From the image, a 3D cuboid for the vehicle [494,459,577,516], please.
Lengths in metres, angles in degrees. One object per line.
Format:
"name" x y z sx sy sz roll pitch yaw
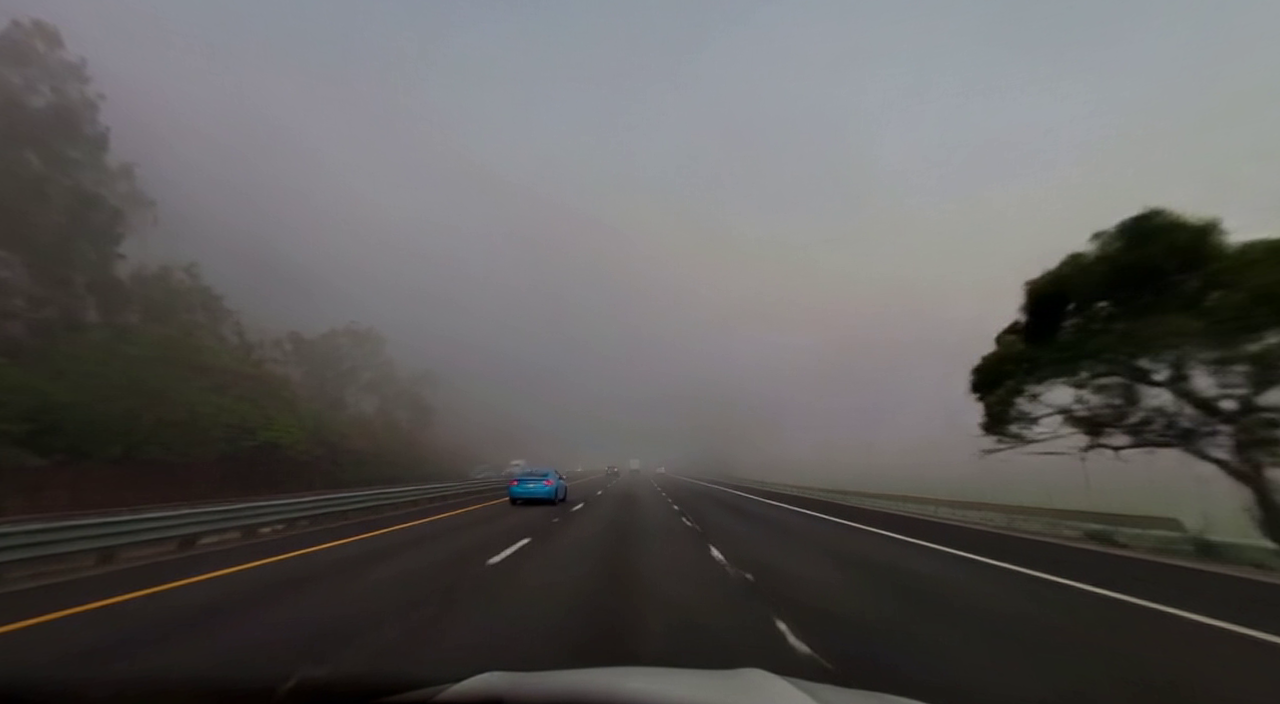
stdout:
"vehicle" -3.121 4.154 19.652 1.797 1.532 4.072 1 -10 1
